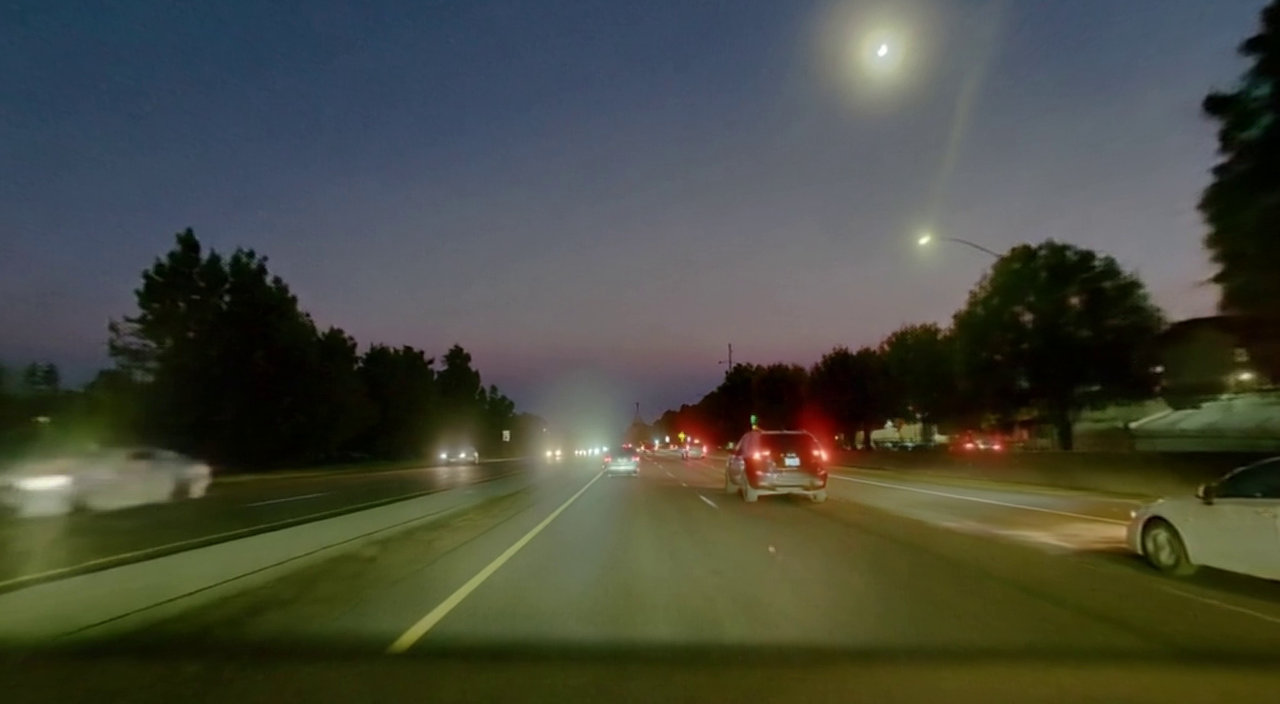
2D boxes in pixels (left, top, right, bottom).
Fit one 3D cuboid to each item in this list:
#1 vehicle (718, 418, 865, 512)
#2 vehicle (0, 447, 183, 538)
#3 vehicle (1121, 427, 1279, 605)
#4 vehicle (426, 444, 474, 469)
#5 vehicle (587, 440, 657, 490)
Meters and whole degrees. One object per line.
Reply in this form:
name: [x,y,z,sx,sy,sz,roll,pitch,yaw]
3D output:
vehicle: [3.288,2.576,14.848,2.186,1.842,4.553,0,-8,-2]
vehicle: [-11.464,2.569,12.151,2.022,1.447,4.427,0,-8,0]
vehicle: [6.556,1.259,4.550,2.434,1.467,4.726,0,-8,-1]
vehicle: [-14.542,8.025,48.678,2.178,1.793,4.921,0,-8,0]
vehicle: [-0.540,3.585,20.448,2.040,1.451,3.736,0,-8,0]
